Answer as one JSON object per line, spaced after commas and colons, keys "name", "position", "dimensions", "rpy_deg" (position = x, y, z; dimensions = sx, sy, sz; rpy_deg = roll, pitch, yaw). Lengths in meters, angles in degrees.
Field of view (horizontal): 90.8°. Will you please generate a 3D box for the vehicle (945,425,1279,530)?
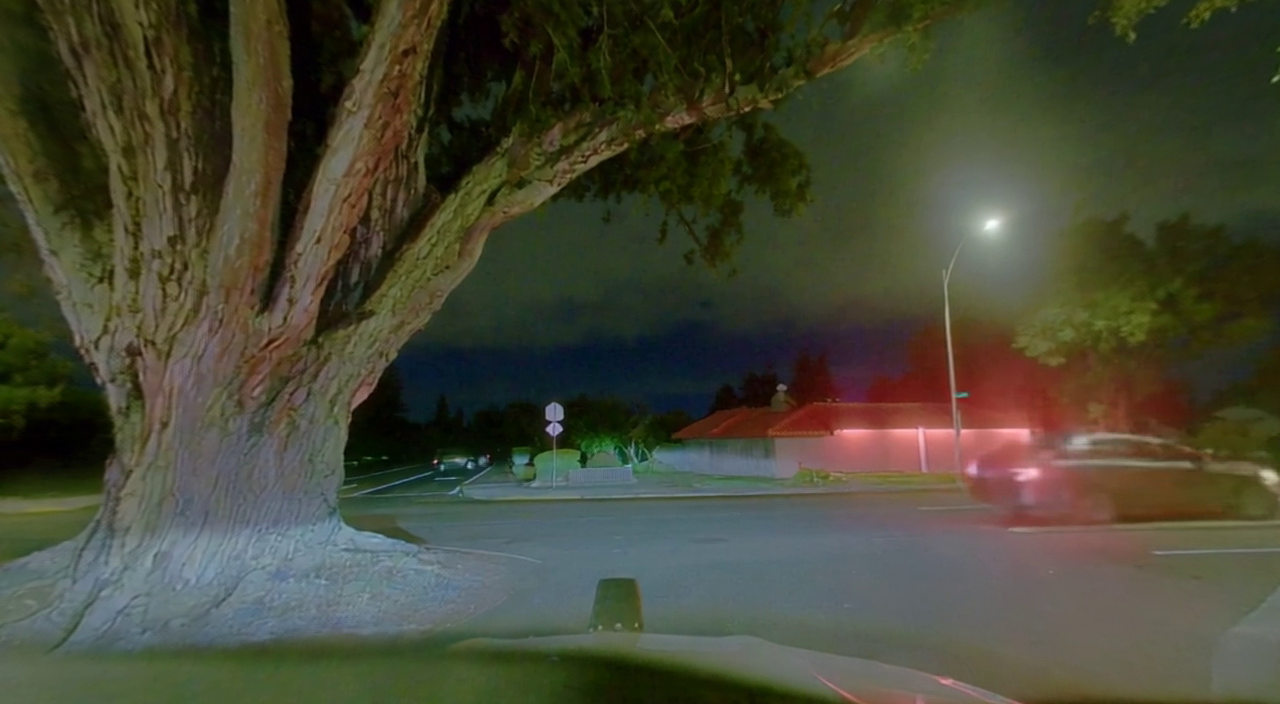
{"name": "vehicle", "position": [7.707, 1.963, 10.259], "dimensions": [4.426, 1.451, 2.124], "rpy_deg": [1, -9, -7]}
